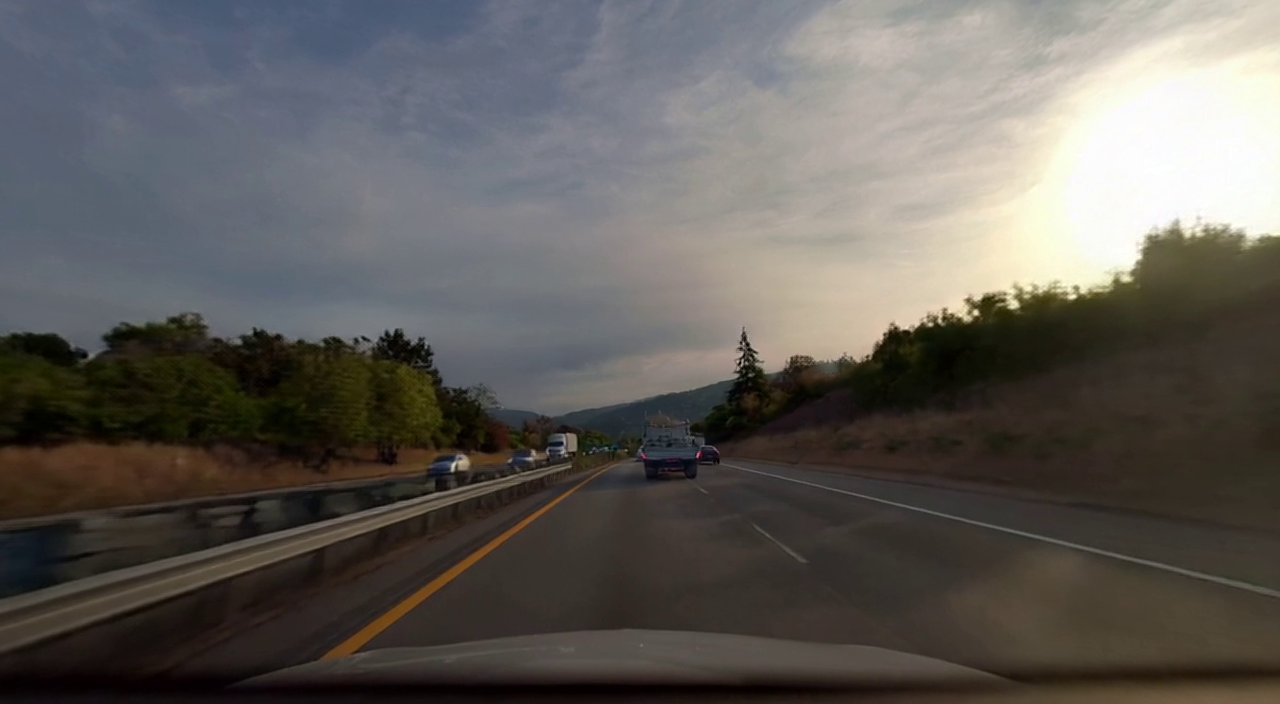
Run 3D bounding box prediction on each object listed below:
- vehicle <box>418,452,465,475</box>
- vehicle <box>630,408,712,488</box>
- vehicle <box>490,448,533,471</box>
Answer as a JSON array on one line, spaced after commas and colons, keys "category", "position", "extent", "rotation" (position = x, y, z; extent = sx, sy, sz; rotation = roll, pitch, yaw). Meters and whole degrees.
[{"category": "vehicle", "position": [-13.349, 7.500, 42.611], "extent": [1.900, 1.459, 3.853], "rotation": [0, -9, 1]}, {"category": "vehicle", "position": [0.925, 3.407, 22.439], "extent": [2.423, 2.517, 5.055], "rotation": [0, -9, -3]}, {"category": "vehicle", "position": [-9.039, 7.609, 44.750], "extent": [2.090, 1.496, 4.568], "rotation": [0, -9, 1]}]
